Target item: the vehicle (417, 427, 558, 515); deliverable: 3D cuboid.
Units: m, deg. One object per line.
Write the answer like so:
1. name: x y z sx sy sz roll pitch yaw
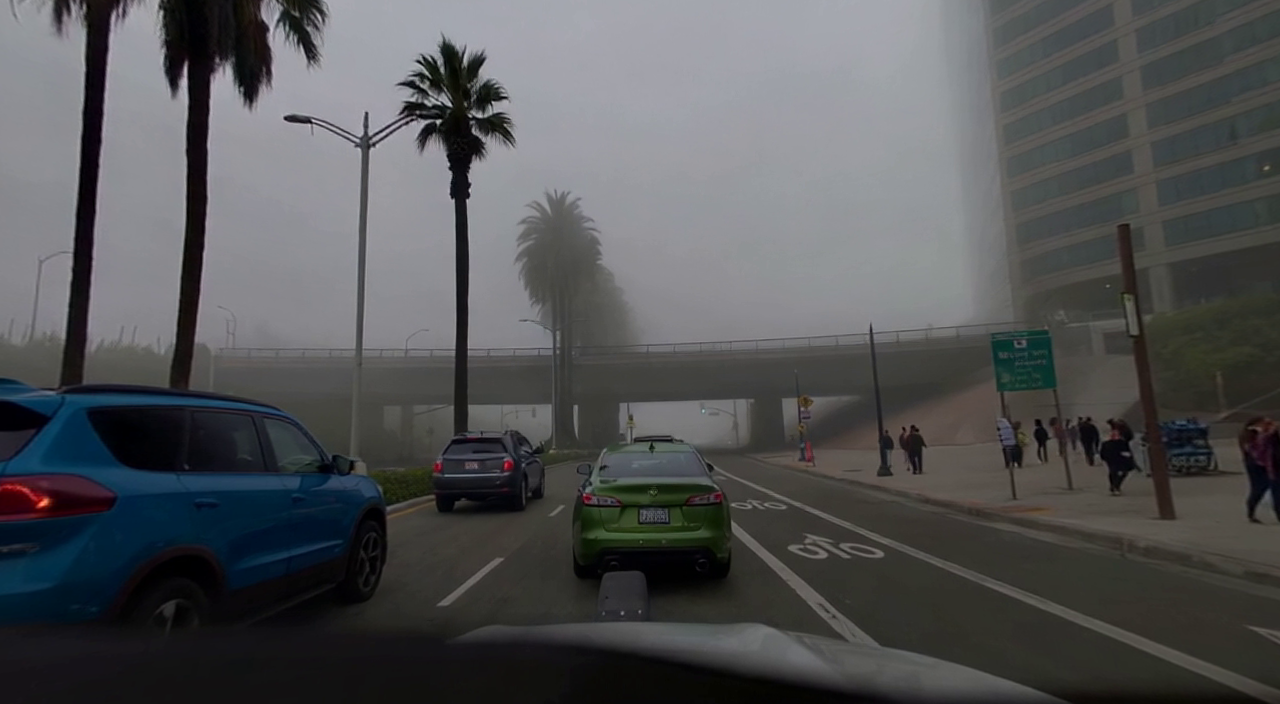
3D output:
1. vehicle: -3.148 2.556 14.001 1.955 1.637 4.032 0 -9 2

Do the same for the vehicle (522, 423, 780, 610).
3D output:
1. vehicle: 0.062 1.614 7.139 2.036 1.461 4.129 0 -8 -1

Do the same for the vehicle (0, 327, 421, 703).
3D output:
1. vehicle: -3.260 1.070 4.127 2.014 1.740 4.359 0 -9 1
